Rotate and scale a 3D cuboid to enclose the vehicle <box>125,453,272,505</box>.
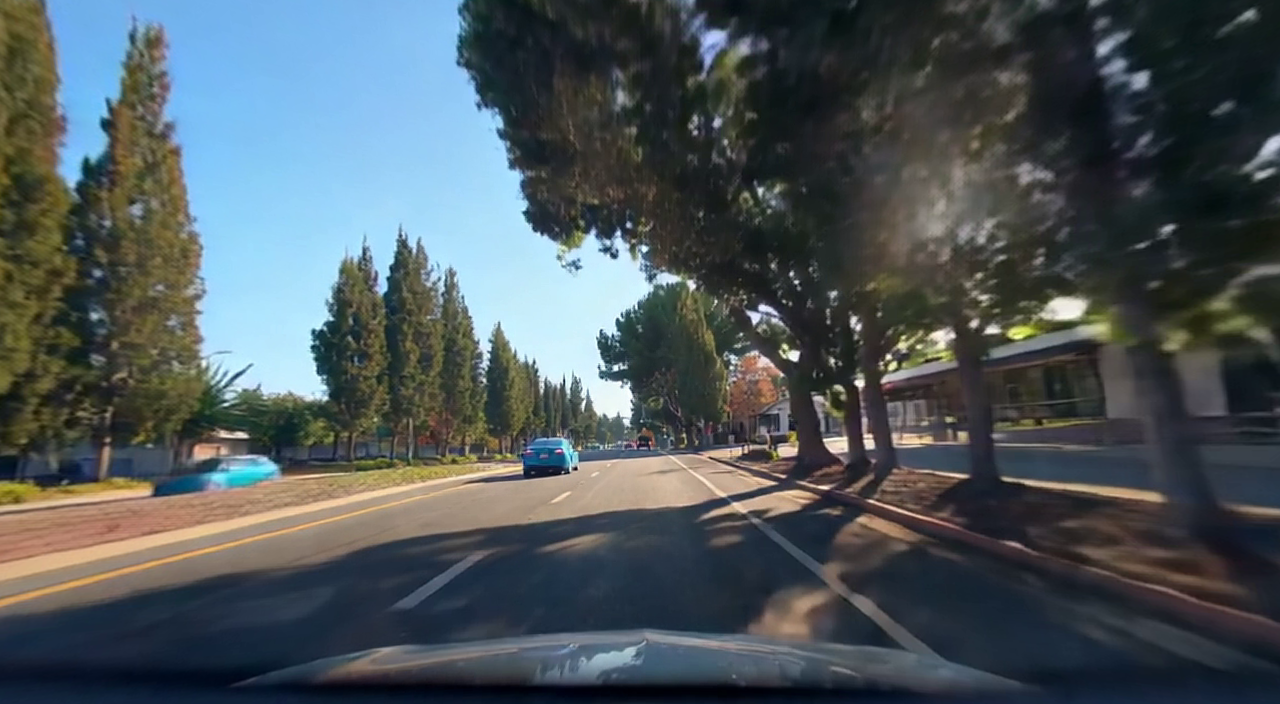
[{"bbox_3d":[-16.011,4.584,23.226,1.967,1.581,4.663,-1,-8,1],"label":"vehicle"}]

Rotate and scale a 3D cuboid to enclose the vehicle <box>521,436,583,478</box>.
[{"bbox_3d":[-3.680,4.482,27.103,1.914,1.630,4.351,-1,-8,2],"label":"vehicle"}]
